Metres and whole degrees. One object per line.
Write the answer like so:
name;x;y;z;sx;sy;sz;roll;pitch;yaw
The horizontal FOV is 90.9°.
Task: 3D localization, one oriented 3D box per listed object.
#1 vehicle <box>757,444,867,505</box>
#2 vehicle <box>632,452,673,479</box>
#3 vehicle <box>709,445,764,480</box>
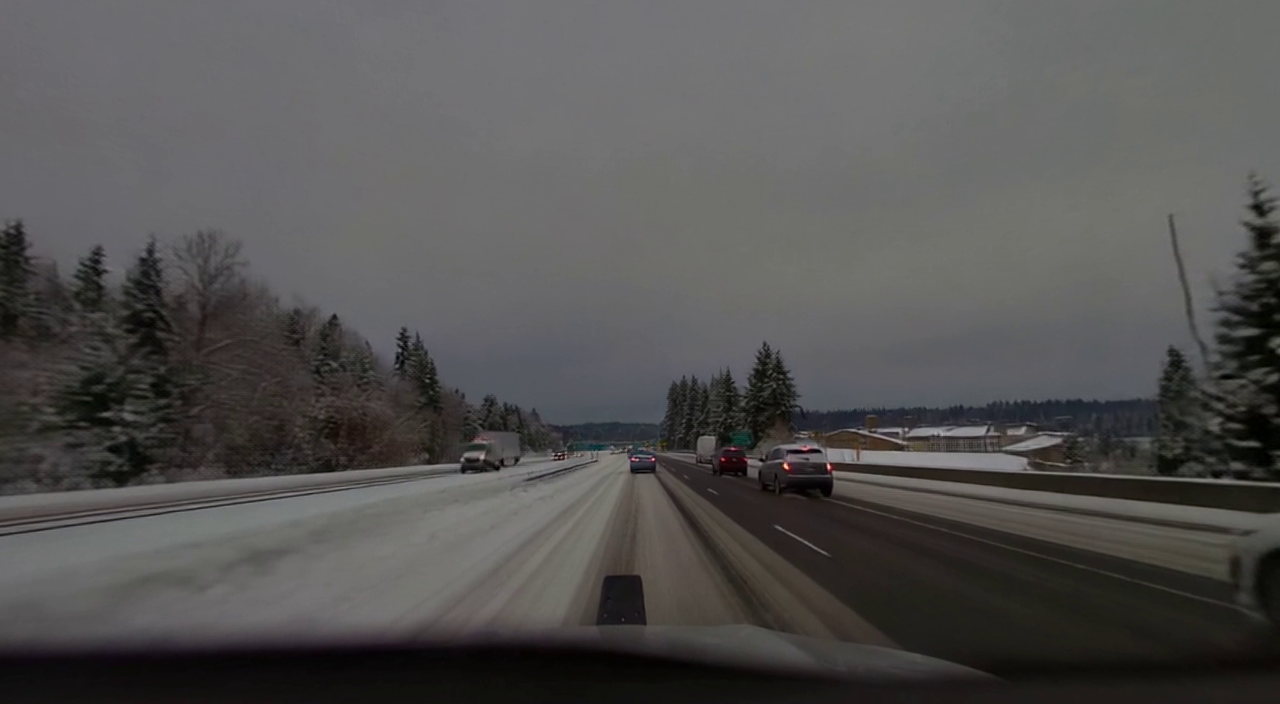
vehicle;4.658;3.373;17.688;1.952;1.495;3.740;0;-9;-1
vehicle;0.613;5.953;33.300;2.012;1.320;3.777;0;-9;0
vehicle;4.709;5.477;31.469;1.969;1.639;4.472;0;-9;-1
